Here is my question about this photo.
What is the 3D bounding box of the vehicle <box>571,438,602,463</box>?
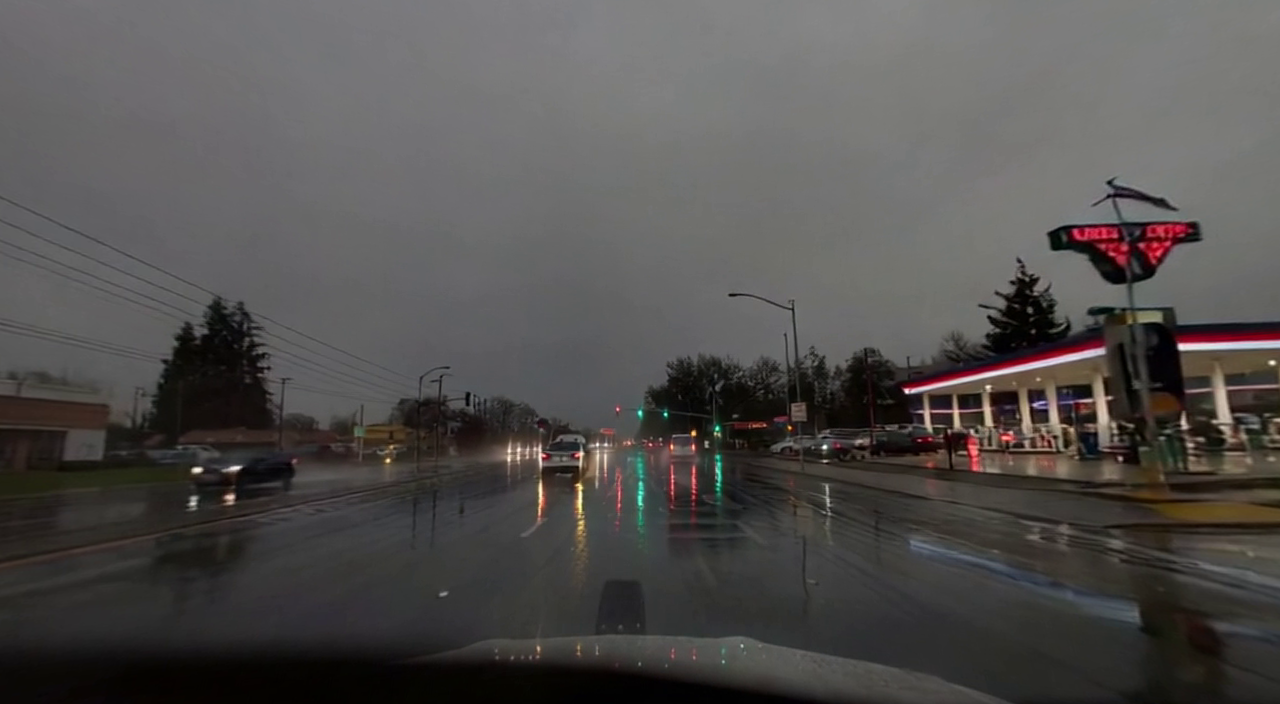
[{"bbox_3d":[-3.764,7.062,45.426,1.941,1.740,3.989,0,-8,-1],"label":"vehicle"}]

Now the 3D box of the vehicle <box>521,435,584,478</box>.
[{"bbox_3d":[-3.676,4.475,27.337,2.040,1.661,4.573,0,-8,1],"label":"vehicle"}]

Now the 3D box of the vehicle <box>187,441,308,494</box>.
[{"bbox_3d":[-14.682,4.303,23.953,1.891,1.670,4.333,-5,-8,-1],"label":"vehicle"}]

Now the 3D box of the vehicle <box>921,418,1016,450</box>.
[{"bbox_3d":[23.082,5.792,44.576,5.314,2.134,2.261,0,-8,1],"label":"vehicle"}]

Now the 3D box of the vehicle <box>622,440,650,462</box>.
[{"bbox_3d":[-0.307,7.301,46.603,1.976,1.509,3.647,0,-8,-2],"label":"vehicle"}]
